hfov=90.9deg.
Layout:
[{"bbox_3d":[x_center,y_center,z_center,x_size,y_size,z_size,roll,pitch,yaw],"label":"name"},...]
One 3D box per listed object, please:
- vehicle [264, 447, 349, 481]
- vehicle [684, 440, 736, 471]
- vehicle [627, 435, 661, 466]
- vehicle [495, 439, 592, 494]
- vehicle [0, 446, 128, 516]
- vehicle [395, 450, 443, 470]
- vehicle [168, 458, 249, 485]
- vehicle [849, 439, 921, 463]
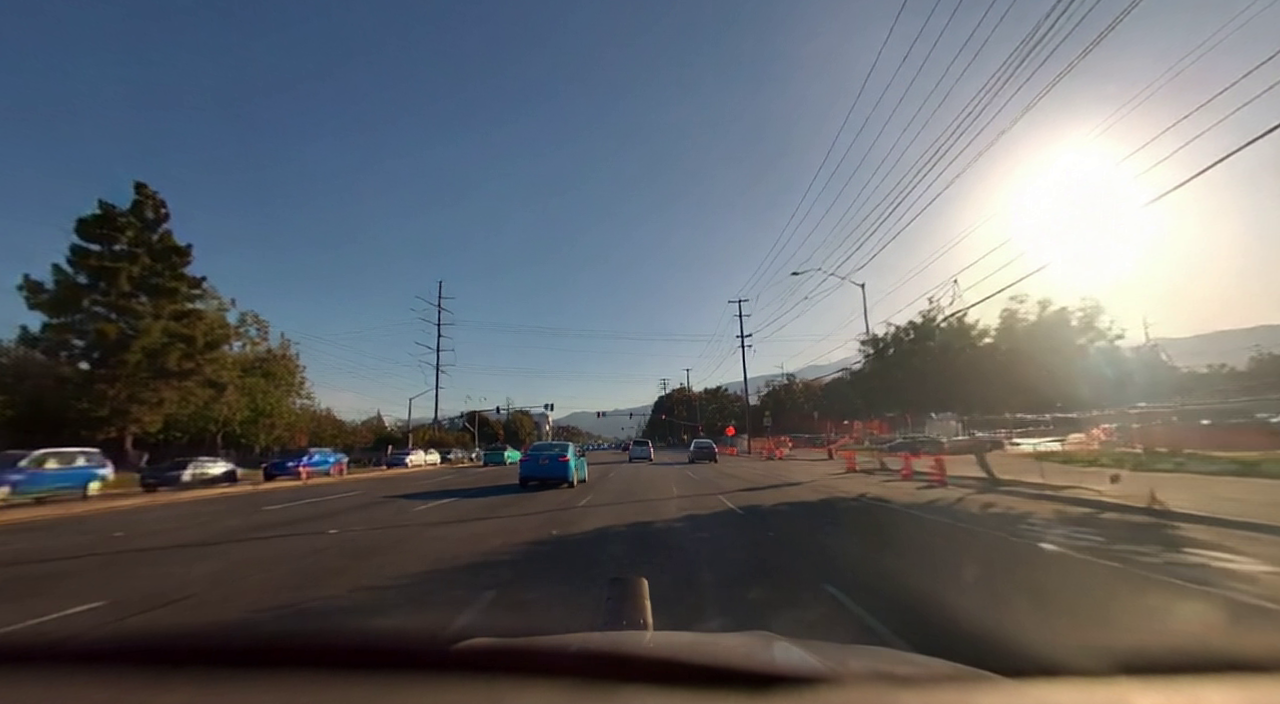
[{"bbox_3d":[-17.540,5.889,33.434,2.036,1.649,4.493,0,-8,0],"label":"vehicle"},{"bbox_3d":[3.535,5.338,32.777,2.142,1.475,4.565,0,-8,0],"label":"vehicle"},{"bbox_3d":[0.317,6.300,40.506,2.060,1.845,4.151,0,-8,1],"label":"vehicle"},{"bbox_3d":[-2.801,3.461,19.483,2.087,1.480,4.825,0,-9,2],"label":"vehicle"},{"bbox_3d":[-16.955,3.444,17.272,2.025,1.712,4.578,0,-8,0],"label":"vehicle"},{"bbox_3d":[-17.037,8.350,48.922,1.924,1.446,4.625,0,-8,2],"label":"vehicle"},{"bbox_3d":[-26.746,7.397,39.265,1.840,1.469,4.546,0,-8,-1],"label":"vehicle"},{"bbox_3d":[16.353,6.586,42.107,4.677,1.466,1.928,5,-10,-31],"label":"vehicle"}]
